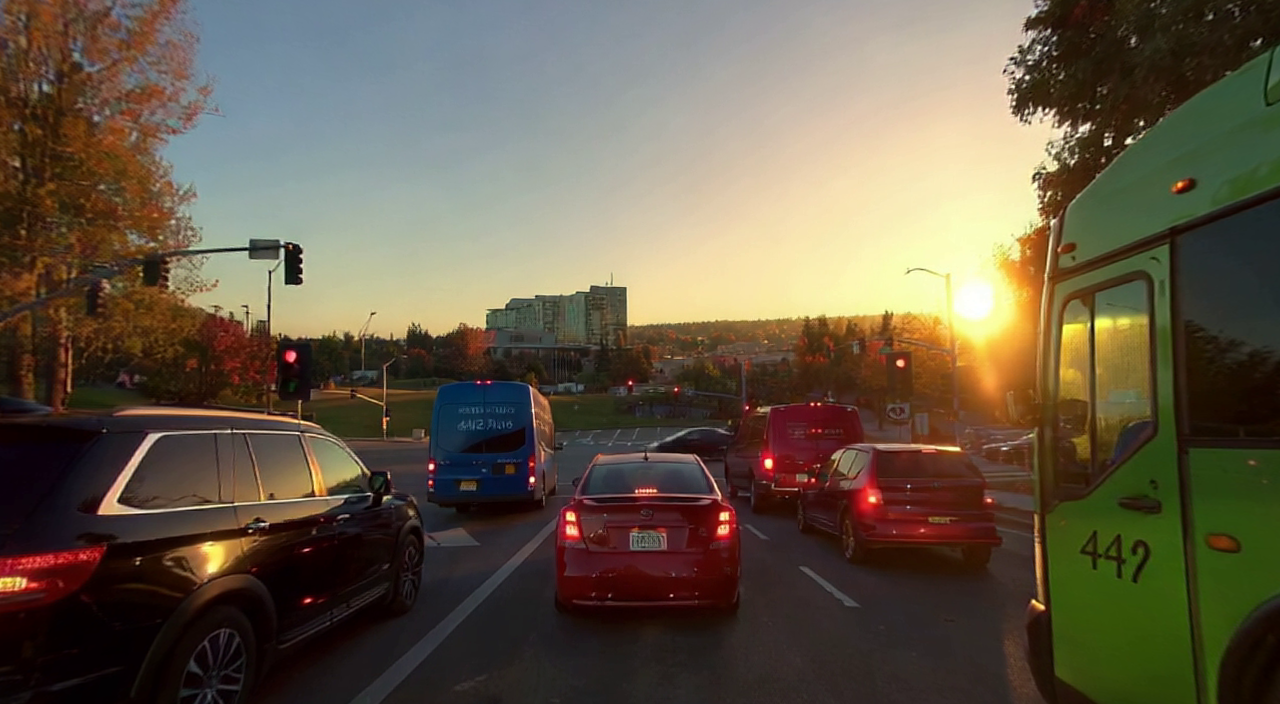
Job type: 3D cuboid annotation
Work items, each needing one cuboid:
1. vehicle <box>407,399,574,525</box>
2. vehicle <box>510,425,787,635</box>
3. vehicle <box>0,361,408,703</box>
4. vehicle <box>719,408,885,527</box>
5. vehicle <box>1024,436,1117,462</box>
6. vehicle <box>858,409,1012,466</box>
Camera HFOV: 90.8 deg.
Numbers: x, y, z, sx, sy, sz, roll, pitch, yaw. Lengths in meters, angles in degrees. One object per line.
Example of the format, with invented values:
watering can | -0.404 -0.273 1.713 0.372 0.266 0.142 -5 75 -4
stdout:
vehicle | -2.947 2.352 13.956 2.335 2.221 5.165 0 -8 1
vehicle | 0.055 1.550 6.412 1.976 1.485 3.624 0 -8 0
vehicle | -3.419 1.178 4.625 1.921 1.701 3.989 0 -8 -1
vehicle | 3.143 2.403 13.678 2.143 2.036 5.367 0 -8 0
vehicle | 25.832 5.831 38.005 4.229 1.489 1.794 0 -8 -1
vehicle | 17.564 5.138 37.934 7.839 3.213 2.628 0 -9 -3
